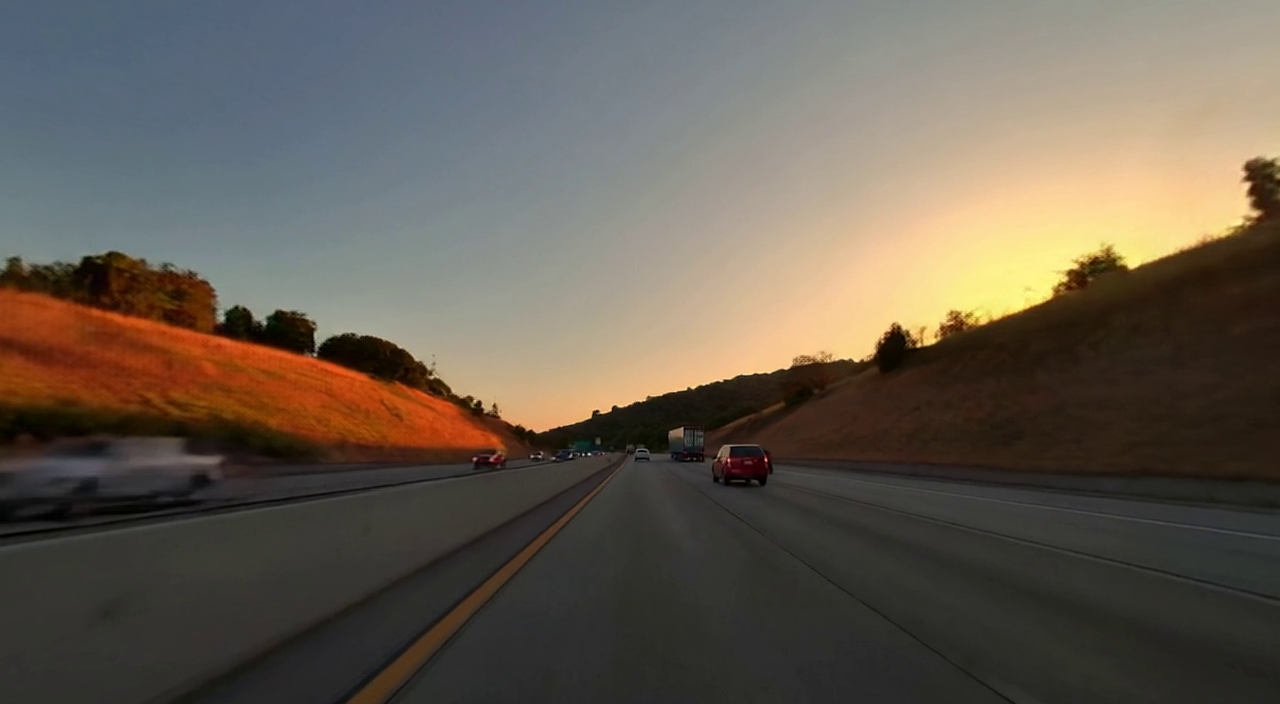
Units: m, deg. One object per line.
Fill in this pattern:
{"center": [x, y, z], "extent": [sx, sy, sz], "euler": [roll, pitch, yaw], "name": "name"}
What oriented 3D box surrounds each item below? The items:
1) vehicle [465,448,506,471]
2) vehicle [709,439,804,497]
{"center": [-11.668, 8.152, 47.925], "extent": [1.961, 1.615, 4.473], "euler": [0, -9, 1], "name": "vehicle"}
{"center": [3.659, 3.749, 20.704], "extent": [2.130, 1.658, 4.537], "euler": [0, -9, -2], "name": "vehicle"}
